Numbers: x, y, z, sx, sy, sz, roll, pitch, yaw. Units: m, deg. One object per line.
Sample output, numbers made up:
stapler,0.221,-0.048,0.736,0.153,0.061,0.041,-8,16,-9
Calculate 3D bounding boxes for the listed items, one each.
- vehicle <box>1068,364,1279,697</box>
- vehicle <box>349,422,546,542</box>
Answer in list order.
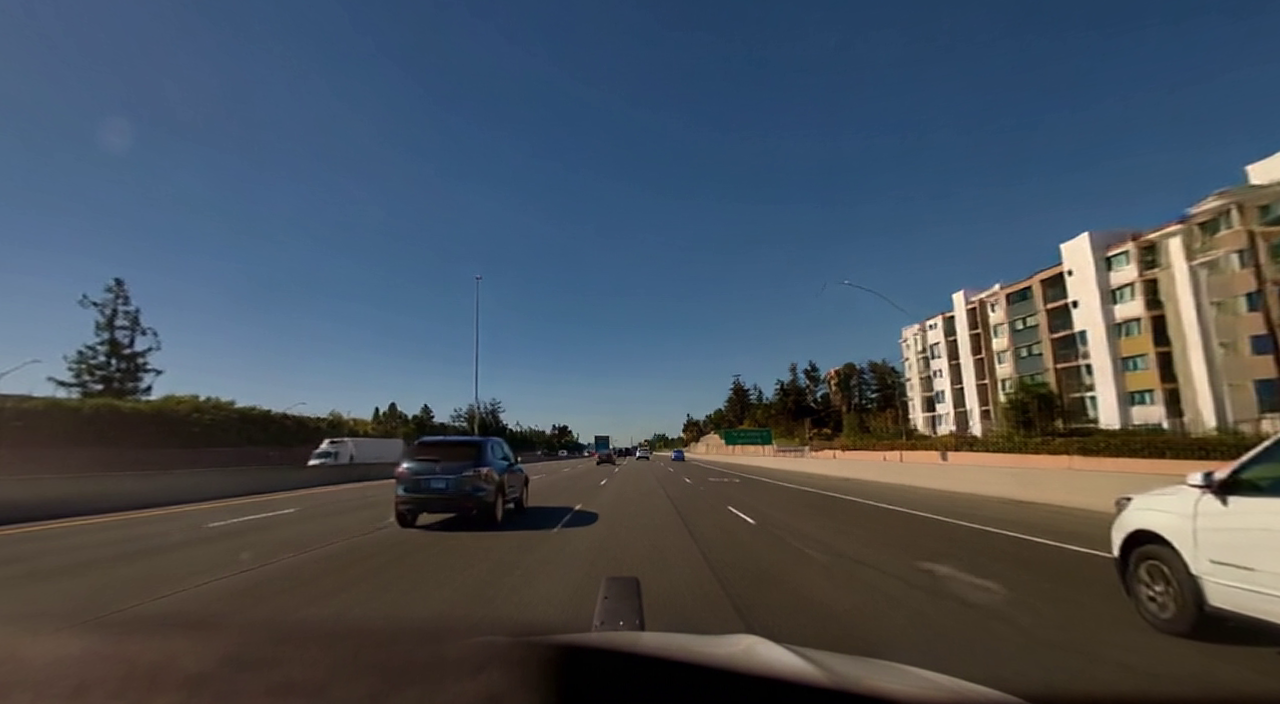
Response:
vehicle,4.461,0.816,2.530,2.170,1.733,4.631,0,-9,0
vehicle,-3.191,2.273,11.680,2.075,1.721,4.763,0,-9,1
